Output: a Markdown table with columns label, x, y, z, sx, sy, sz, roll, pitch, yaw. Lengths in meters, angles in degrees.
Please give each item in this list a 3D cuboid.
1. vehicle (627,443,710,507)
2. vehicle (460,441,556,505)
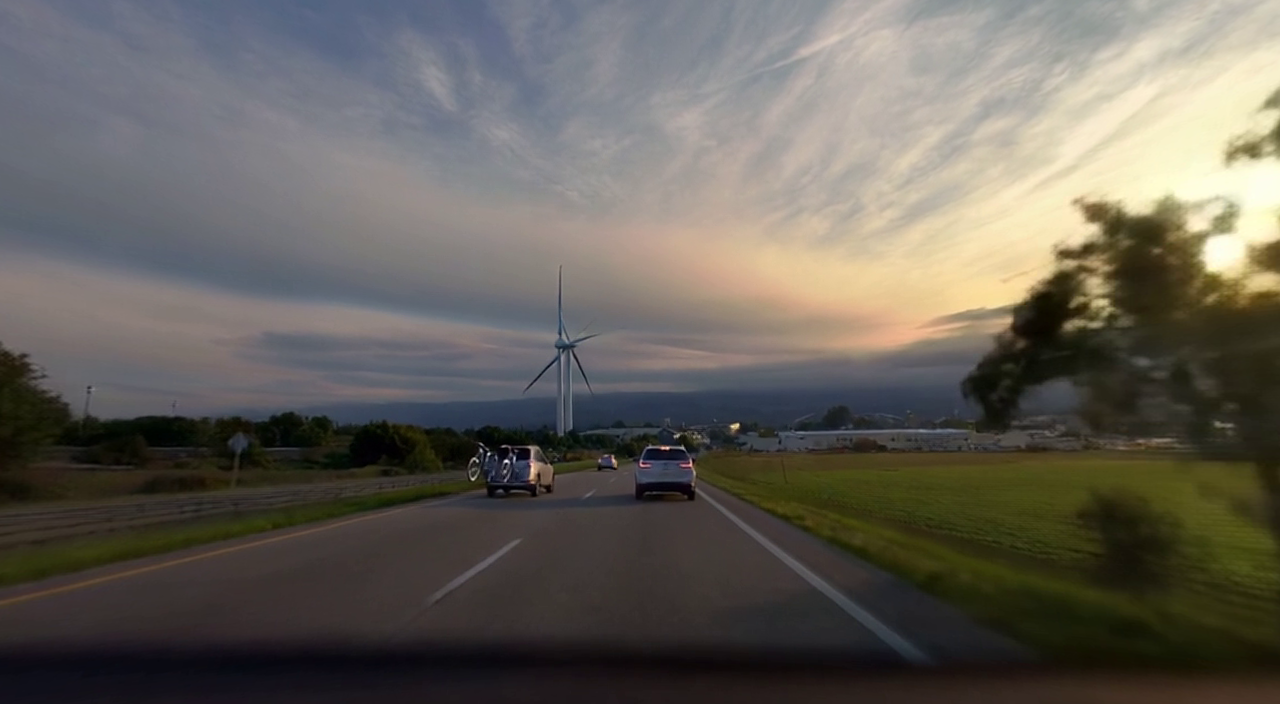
| label | x | y | z | sx | sy | sz | roll | pitch | yaw |
| --- | --- | --- | --- | --- | --- | --- | --- | --- | --- |
| vehicle | 0.705 | 3.421 | 17.891 | 2.063 | 1.582 | 3.955 | 0 | -9 | 0 |
| vehicle | -3.845 | 3.583 | 19.071 | 1.962 | 1.681 | 4.033 | 0 | -9 | 1 |
